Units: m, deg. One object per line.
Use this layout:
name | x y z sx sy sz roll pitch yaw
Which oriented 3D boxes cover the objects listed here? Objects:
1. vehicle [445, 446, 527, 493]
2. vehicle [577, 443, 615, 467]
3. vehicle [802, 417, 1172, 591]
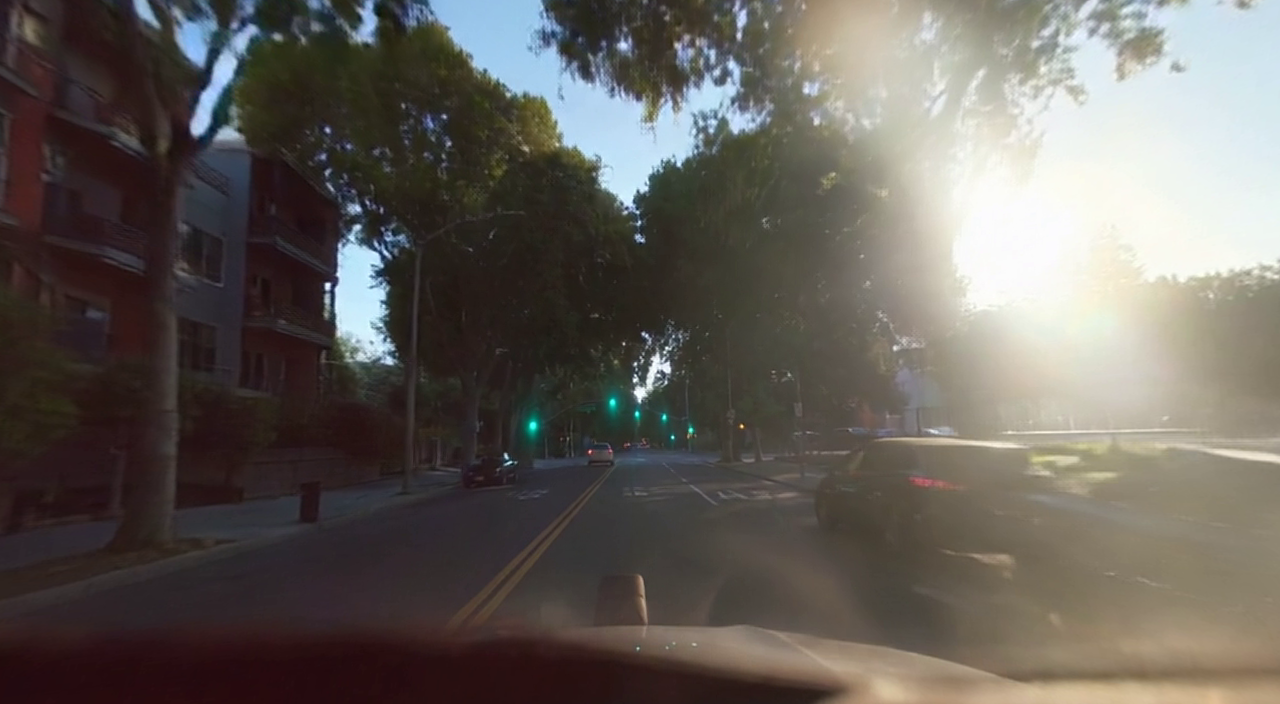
vehicle | -5.773 4.412 24.228 1.947 1.473 4.397 -4 -8 1
vehicle | -2.731 6.478 39.969 2.029 1.438 4.313 0 -8 1
vehicle | 4.023 1.828 8.601 2.082 1.662 4.753 0 -8 -4
